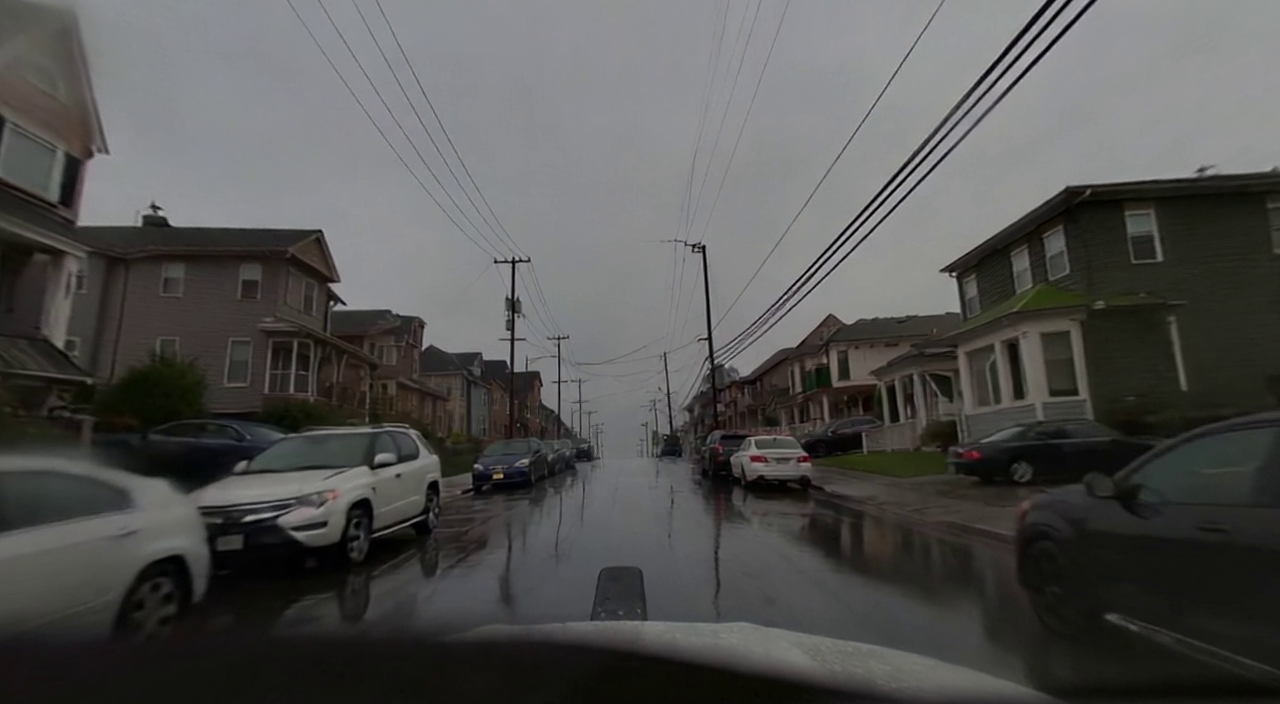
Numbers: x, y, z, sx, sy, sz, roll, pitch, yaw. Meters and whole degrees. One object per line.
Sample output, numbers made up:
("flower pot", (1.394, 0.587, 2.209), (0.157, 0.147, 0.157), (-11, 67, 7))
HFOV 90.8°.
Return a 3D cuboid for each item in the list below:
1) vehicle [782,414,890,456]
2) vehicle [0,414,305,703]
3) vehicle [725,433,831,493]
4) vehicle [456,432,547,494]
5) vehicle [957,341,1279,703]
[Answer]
("vehicle", (8.741, 3.765, 28.488), (4.170, 1.811, 1.978), (0, -9, -1))
("vehicle", (-3.823, 1.088, 3.182), (2.024, 1.460, 4.600), (0, -9, -4))
("vehicle", (3.600, 2.995, 17.355), (2.083, 1.407, 4.506), (-1, -9, 3))
("vehicle", (-4.386, 3.663, 20.793), (2.031, 1.708, 4.746), (-2, -10, -1))
("vehicle", (3.696, 0.838, 2.719), (2.025, 1.741, 4.748), (0, -9, -2))
